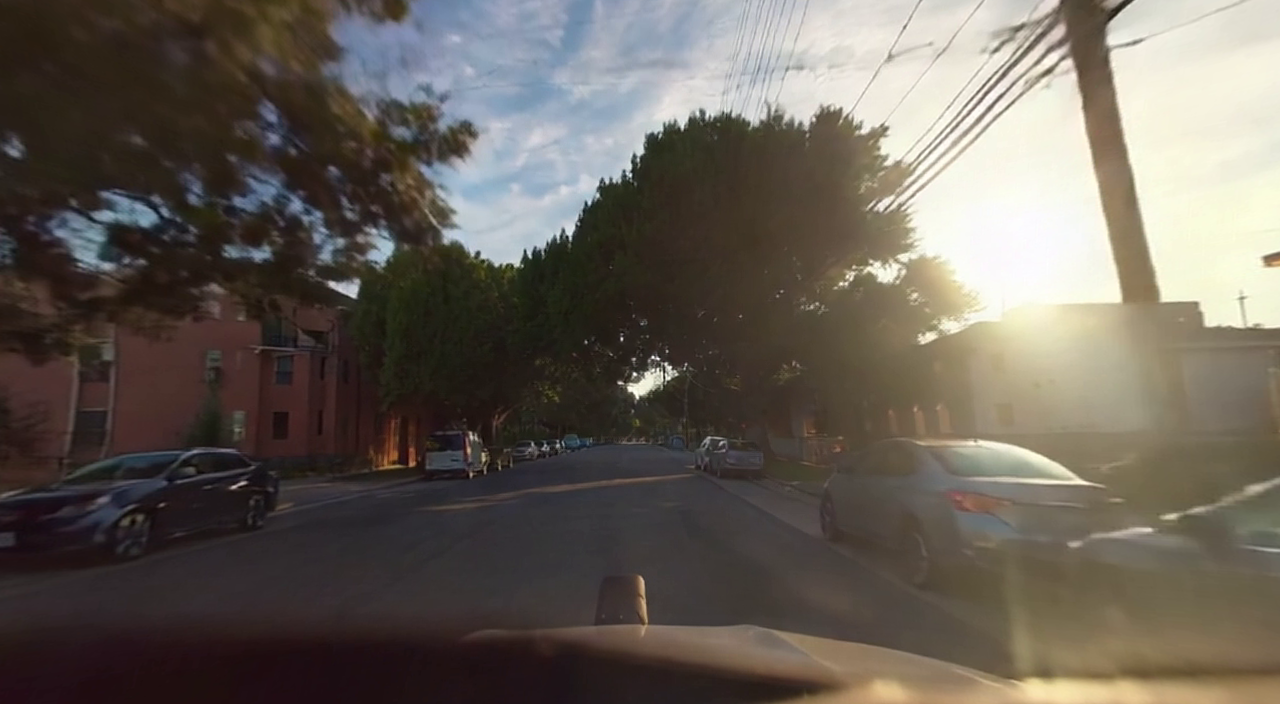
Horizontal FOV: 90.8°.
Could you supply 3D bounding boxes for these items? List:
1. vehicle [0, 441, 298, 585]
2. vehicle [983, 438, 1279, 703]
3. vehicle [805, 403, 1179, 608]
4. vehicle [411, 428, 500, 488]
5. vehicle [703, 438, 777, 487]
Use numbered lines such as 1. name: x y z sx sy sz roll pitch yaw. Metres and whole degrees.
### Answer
1. vehicle: -7.548 2.196 9.553 2.145 1.488 4.646 -3 -7 1
2. vehicle: 3.614 1.038 2.348 1.986 1.427 4.536 0 -8 -2
3. vehicle: 3.565 1.700 7.696 1.986 1.665 4.606 1 -10 1
4. vehicle: -7.886 4.539 27.722 2.351 2.251 5.856 -2 -7 -2
5. vehicle: 3.537 3.993 23.193 1.925 1.634 4.419 0 -8 -1
